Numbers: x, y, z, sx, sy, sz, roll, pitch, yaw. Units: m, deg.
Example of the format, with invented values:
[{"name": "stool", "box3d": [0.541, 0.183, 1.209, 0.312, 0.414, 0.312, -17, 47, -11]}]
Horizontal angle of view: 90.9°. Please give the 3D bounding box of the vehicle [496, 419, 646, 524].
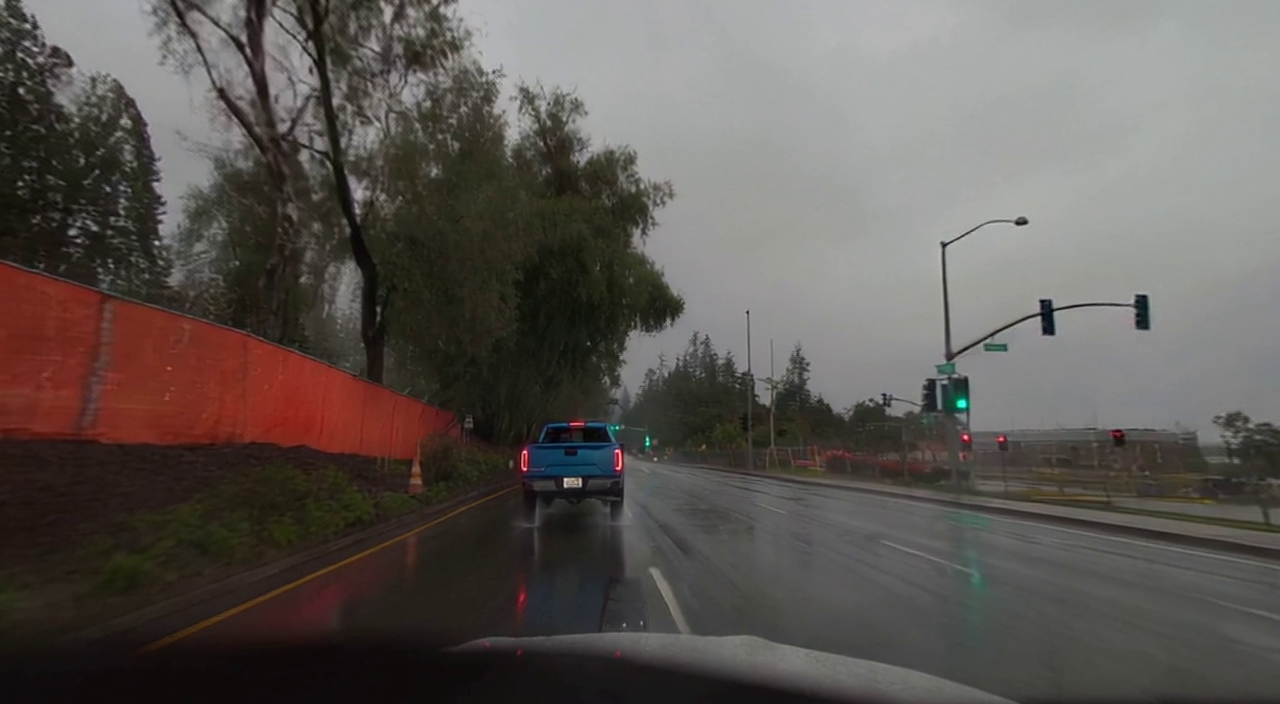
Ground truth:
[{"name": "vehicle", "box3d": [-1.165, 2.347, 13.067, 2.436, 1.698, 5.322, 0, -8, -1]}]
